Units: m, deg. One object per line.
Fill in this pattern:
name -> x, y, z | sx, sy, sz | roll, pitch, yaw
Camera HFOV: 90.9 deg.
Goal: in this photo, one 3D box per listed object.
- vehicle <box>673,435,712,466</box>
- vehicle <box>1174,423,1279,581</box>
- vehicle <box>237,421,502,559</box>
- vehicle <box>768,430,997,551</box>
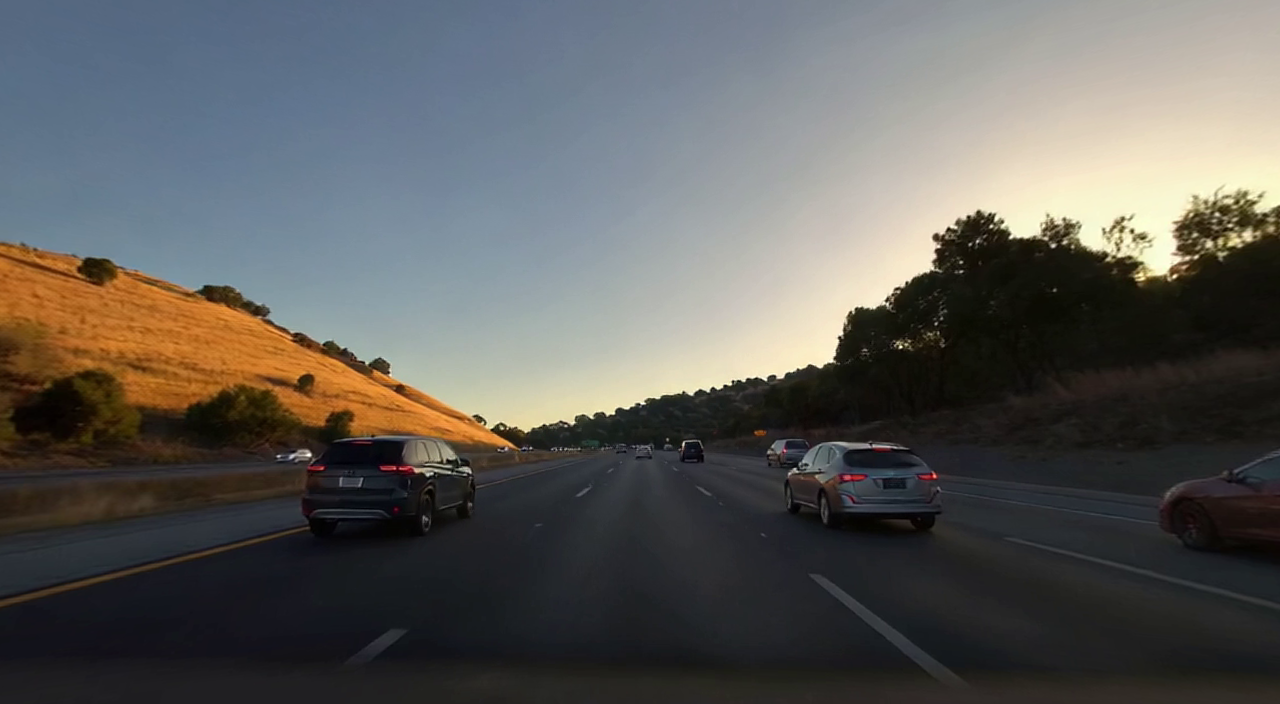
vehicle -> 3.476, 6.603, 42.502 | 2.121, 1.925, 5.056 | 0, -8, -1
vehicle -> 7.115, 1.227, 4.674 | 2.035, 1.486, 4.867 | 0, -8, 0
vehicle -> -3.805, 2.019, 9.981 | 2.166, 1.672, 4.388 | 0, -8, 1
vehicle -> 3.470, 2.054, 10.077 | 1.941, 1.481, 4.300 | 0, -8, 0
